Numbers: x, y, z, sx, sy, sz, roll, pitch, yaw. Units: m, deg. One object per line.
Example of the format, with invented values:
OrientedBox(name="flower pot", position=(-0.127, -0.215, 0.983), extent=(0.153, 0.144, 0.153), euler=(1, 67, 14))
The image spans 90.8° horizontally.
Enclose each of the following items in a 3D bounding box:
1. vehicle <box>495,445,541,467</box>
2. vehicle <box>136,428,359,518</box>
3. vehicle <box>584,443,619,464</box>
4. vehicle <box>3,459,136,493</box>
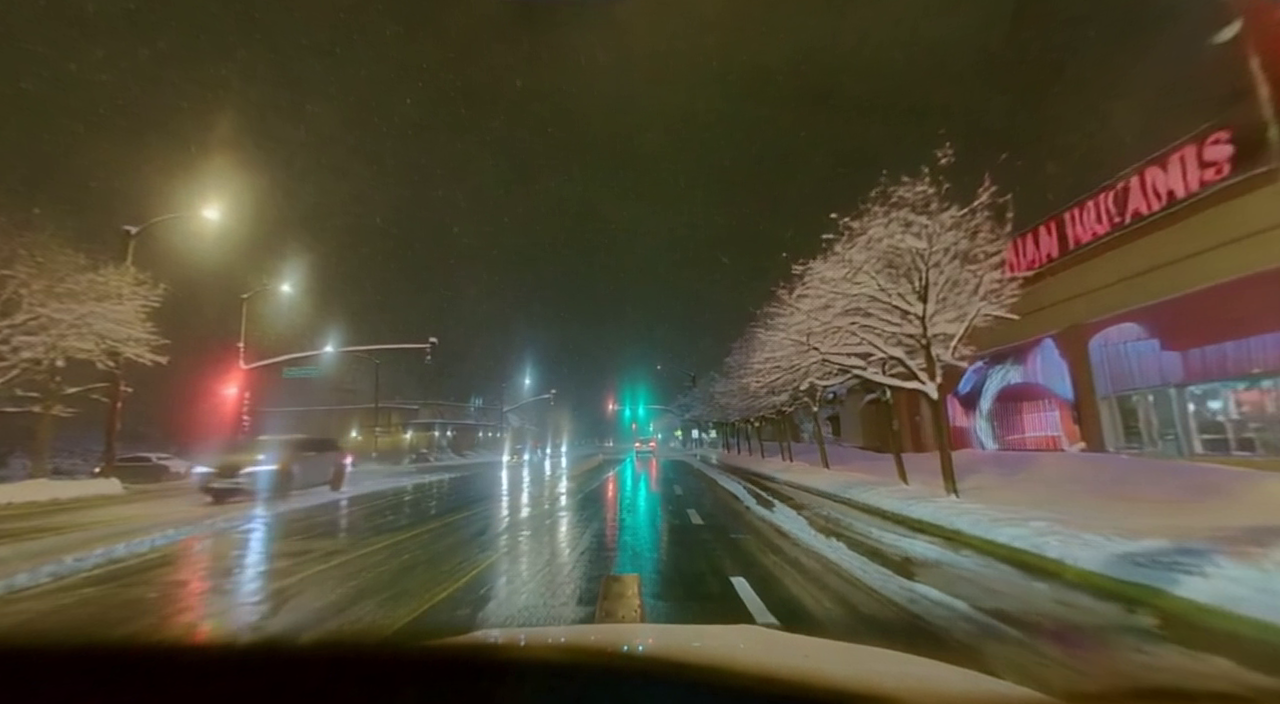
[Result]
OrientedBox(name="vehicle", position=(-8.331, 7.131, 43.494), extent=(2.050, 1.457, 4.338), euler=(-1, -9, 3))
OrientedBox(name="vehicle", position=(-9.209, 2.861, 15.514), extent=(2.281, 1.834, 4.736), euler=(-1, -9, 2))
OrientedBox(name="vehicle", position=(-2.610, 7.036, 43.872), extent=(1.962, 1.420, 4.021), euler=(-1, -9, 4))
OrientedBox(name="vehicle", position=(-28.168, 6.086, 31.369), extent=(1.755, 1.445, 4.485), euler=(-5, -10, 29))
